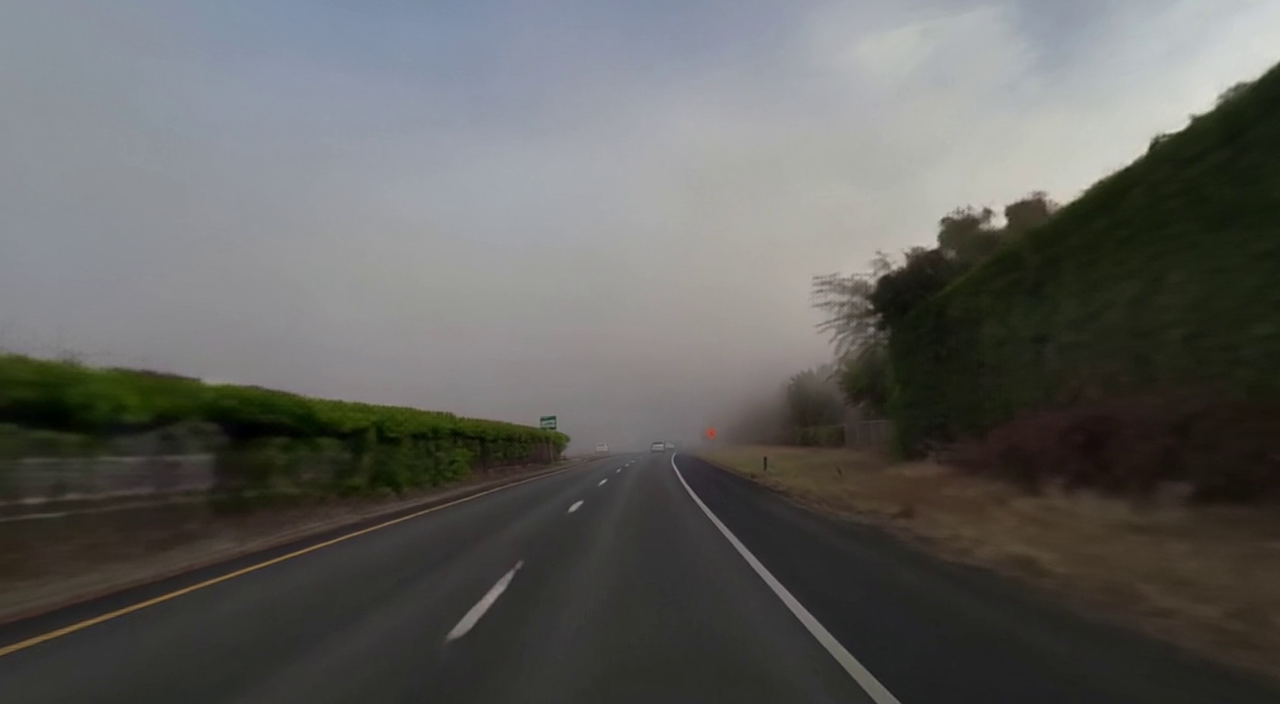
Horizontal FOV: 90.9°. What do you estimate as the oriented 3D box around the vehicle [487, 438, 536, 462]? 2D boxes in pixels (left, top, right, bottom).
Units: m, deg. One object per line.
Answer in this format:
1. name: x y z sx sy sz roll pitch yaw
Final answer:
1. vehicle: -9.350 7.132 46.118 2.141 1.612 3.998 -1 -8 10
